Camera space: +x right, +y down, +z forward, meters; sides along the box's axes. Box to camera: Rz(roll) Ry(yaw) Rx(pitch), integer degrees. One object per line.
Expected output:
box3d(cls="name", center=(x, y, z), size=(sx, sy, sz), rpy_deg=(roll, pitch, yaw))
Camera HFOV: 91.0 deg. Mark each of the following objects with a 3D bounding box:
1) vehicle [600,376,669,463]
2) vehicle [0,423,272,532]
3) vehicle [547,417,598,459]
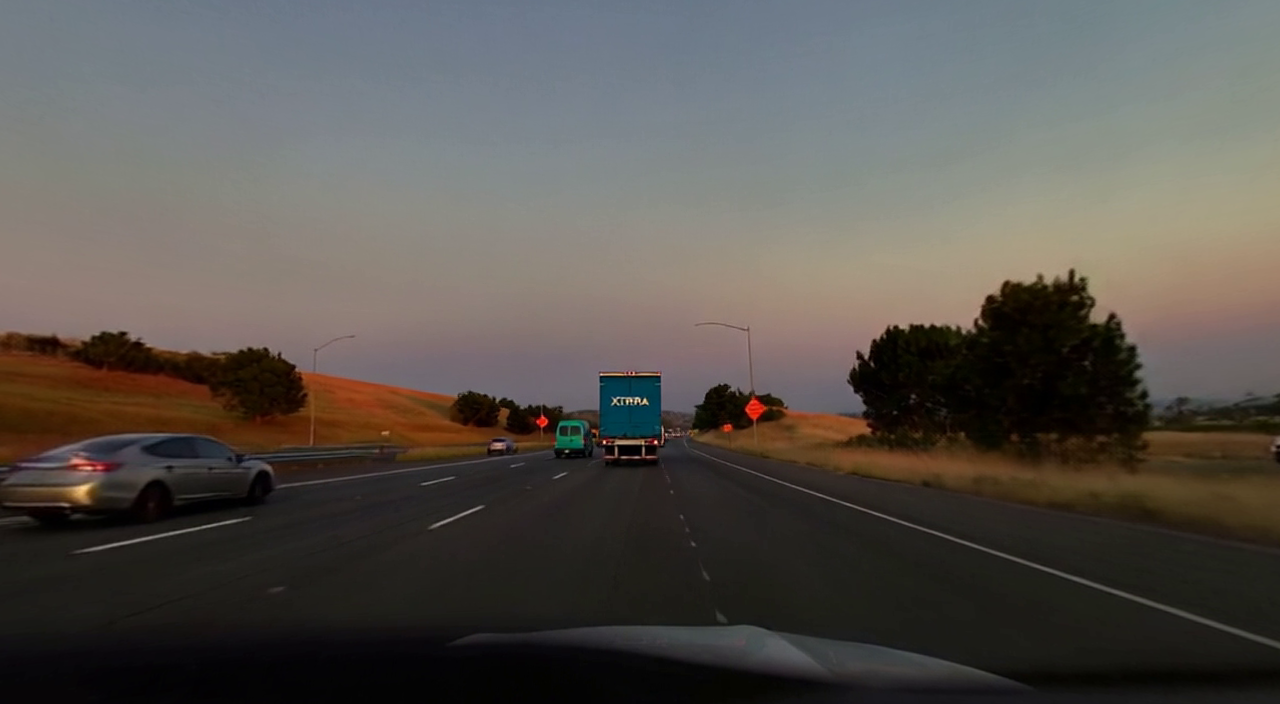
box3d(cls="vehicle", center=(-0.167, 3.962, 33.994), size=(3.183, 4.011, 9.617), rpy_deg=(0, -10, 1))
box3d(cls="vehicle", center=(-8.950, 2.093, 11.187), size=(1.915, 1.506, 4.594), rpy_deg=(0, -8, 2))
box3d(cls="vehicle", center=(-4.361, 5.751, 41.875), size=(2.469, 2.615, 5.874), rpy_deg=(0, -8, 2))
